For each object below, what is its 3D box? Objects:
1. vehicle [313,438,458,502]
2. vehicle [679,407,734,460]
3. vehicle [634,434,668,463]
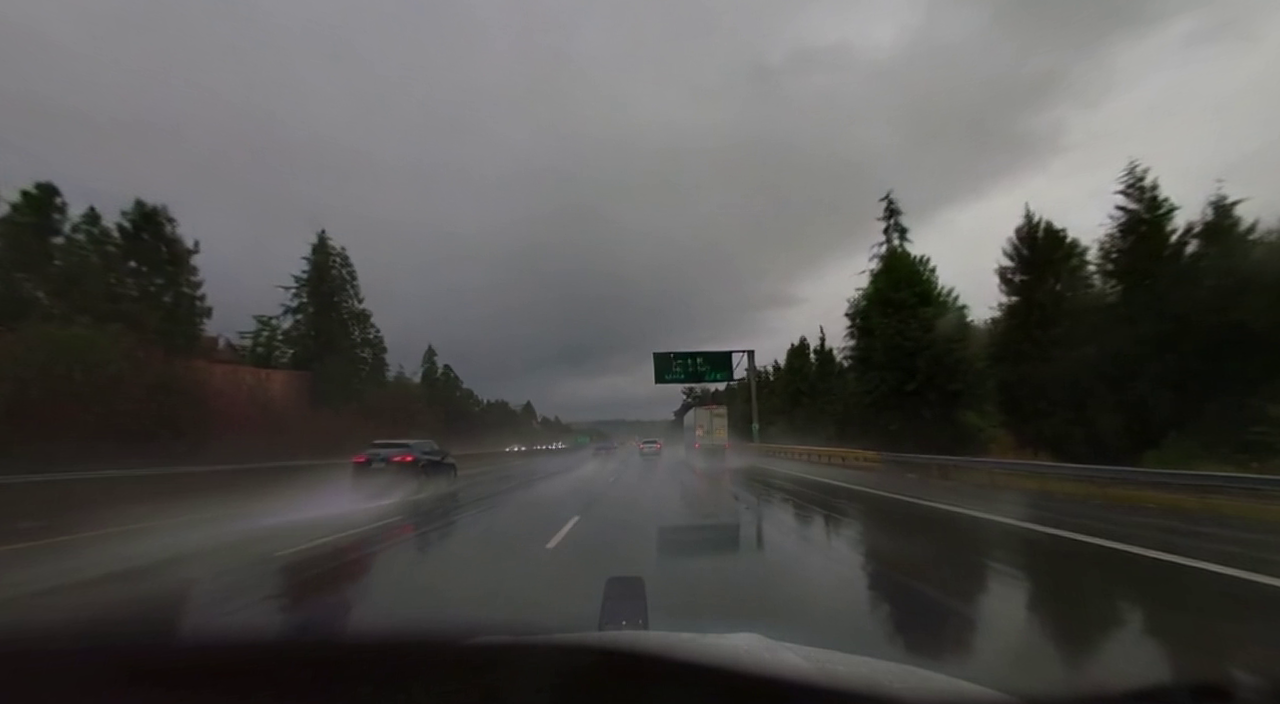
[{"bbox_3d":[-6.802,3.200,17.536,1.947,1.513,4.751,-1,-9,2],"label":"vehicle"},{"bbox_3d":[4.678,6.100,46.331,2.855,3.423,9.485,0,-9,0],"label":"vehicle"},{"bbox_3d":[0.730,6.658,43.495,2.212,1.807,4.372,-1,-9,1],"label":"vehicle"}]
